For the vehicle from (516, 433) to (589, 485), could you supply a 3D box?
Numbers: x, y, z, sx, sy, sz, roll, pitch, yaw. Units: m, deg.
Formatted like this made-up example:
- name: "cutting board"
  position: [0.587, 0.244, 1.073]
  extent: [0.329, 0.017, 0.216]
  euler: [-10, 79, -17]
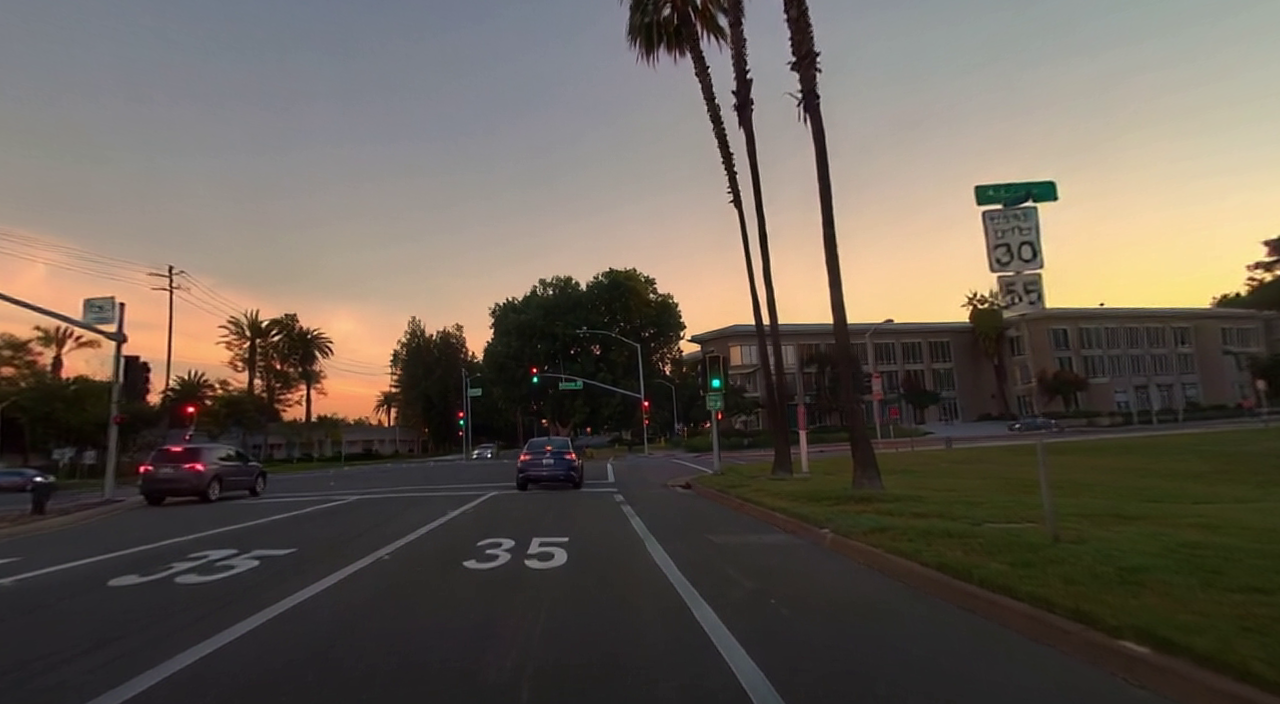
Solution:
- name: "vehicle"
  position: [-2.728, 3.418, 20.429]
  extent: [2.063, 1.474, 4.334]
  euler: [1, -8, -5]

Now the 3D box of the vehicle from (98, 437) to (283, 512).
- name: "vehicle"
  position: [-12.418, 3.363, 17.973]
  extent: [2.050, 1.811, 4.752]
  euler: [0, -8, -5]
